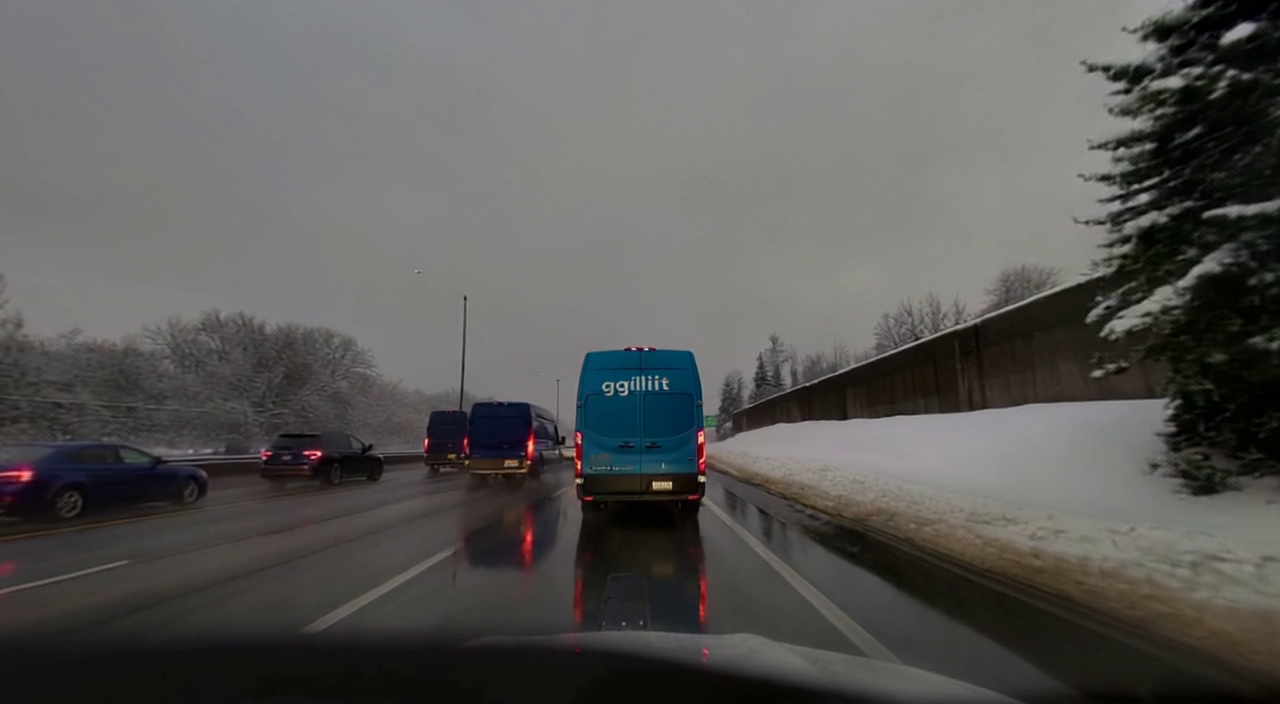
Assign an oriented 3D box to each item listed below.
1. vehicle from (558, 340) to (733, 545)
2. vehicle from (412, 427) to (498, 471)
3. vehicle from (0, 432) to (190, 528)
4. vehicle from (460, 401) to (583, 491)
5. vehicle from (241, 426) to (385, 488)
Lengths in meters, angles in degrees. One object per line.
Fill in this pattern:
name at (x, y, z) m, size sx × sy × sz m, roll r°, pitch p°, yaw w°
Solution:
vehicle at (0.150, 1.665, 11.686) m, size 2.316 × 2.738 × 6.398 m, roll 0°, pitch -8°, yaw 1°
vehicle at (-9.836, 5.231, 34.269) m, size 2.566 × 2.158 × 5.957 m, roll -1°, pitch -8°, yaw 3°
vehicle at (-11.112, 2.322, 11.885) m, size 1.839 × 1.524 × 4.449 m, roll 0°, pitch -8°, yaw 2°
vehicle at (-3.448, 2.935, 19.785) m, size 2.729 × 2.439 × 5.418 m, roll 0°, pitch -8°, yaw 0°
vehicle at (-10.823, 3.522, 21.415) m, size 2.061 × 1.846 × 4.852 m, roll -1°, pitch -8°, yaw 3°
